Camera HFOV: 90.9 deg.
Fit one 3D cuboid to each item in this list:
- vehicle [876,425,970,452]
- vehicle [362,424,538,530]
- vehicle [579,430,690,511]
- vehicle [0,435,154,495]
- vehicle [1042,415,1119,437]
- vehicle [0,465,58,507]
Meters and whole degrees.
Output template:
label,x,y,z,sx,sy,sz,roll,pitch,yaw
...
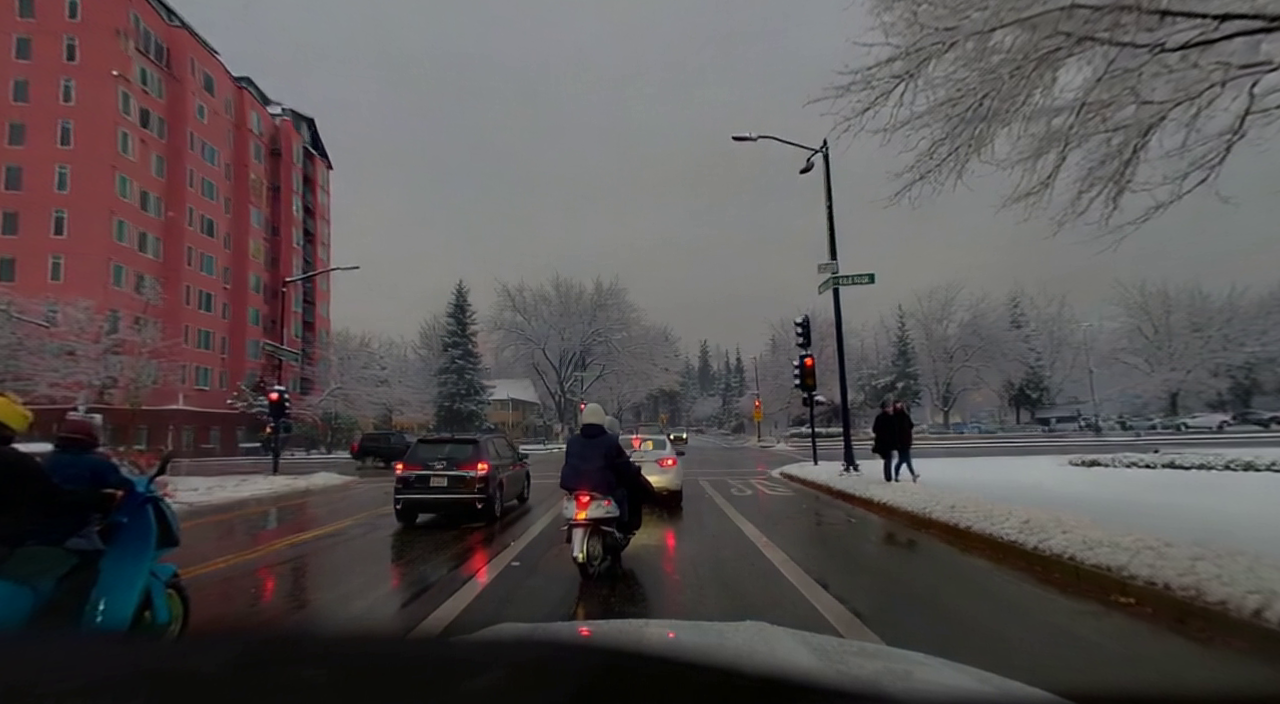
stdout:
label,x,y,z,sx,sy,sz,roll,pitch,yaw
vehicle,16.501,5.084,36.820,4.661,1.456,1.862,-6,-10,32
vehicle,-3.281,2.248,11.867,1.935,1.615,4.073,-1,-9,2
vehicle,-0.060,2.483,13.646,2.025,1.458,4.085,-1,-9,1
vehicle,-28.857,5.756,32.439,5.890,2.393,2.346,-5,-7,0
vehicle,30.847,5.232,44.198,1.751,1.420,4.027,7,-11,-42
vehicle,-24.166,5.157,24.389,1.495,1.345,3.336,3,-8,-27
